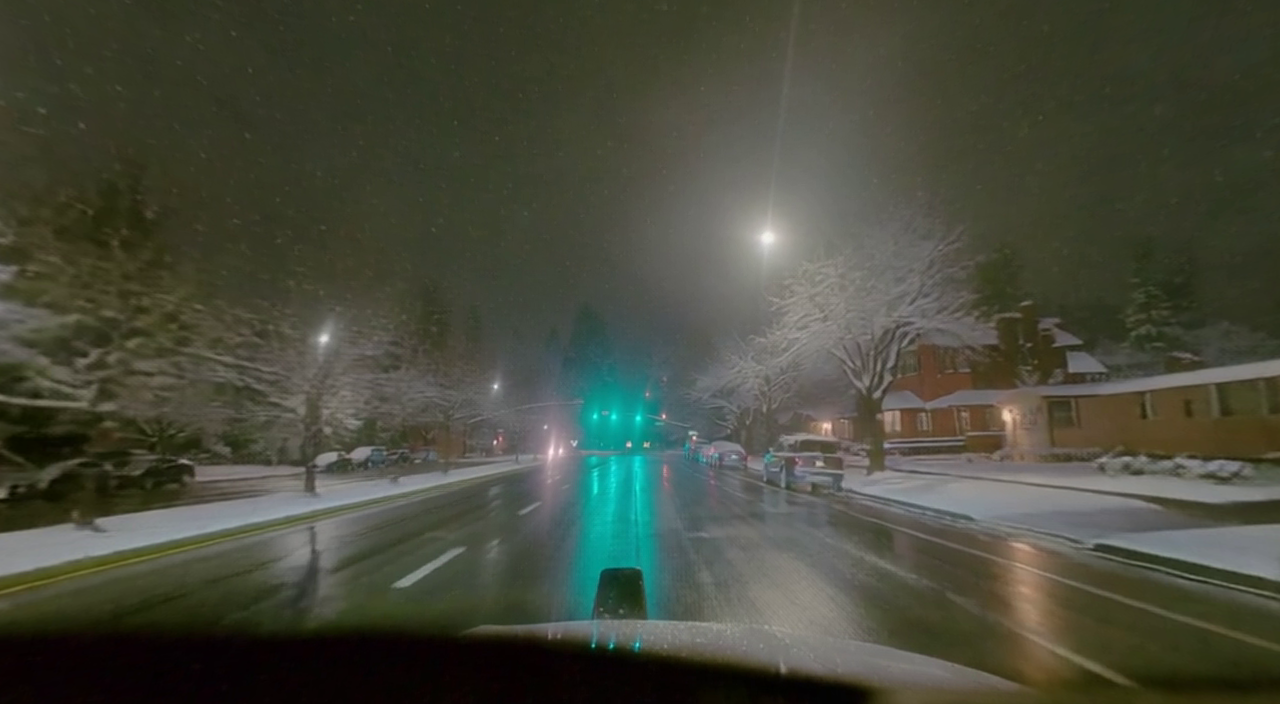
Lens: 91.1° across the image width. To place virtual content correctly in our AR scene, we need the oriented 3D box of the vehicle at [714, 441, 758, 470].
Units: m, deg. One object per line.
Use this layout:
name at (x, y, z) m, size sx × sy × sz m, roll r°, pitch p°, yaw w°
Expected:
vehicle at (5.972, 6.507, 39.609) m, size 1.918 × 1.662 × 4.393 m, roll 1°, pitch -9°, yaw -2°

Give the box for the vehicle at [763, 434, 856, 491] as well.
vehicle at (5.895, 3.890, 22.453) m, size 2.004 × 1.816 × 4.585 m, roll 0°, pitch -9°, yaw 0°

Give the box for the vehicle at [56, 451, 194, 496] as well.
vehicle at (-22.002, 5.161, 27.094) m, size 1.911 × 1.473 × 4.610 m, roll -1°, pitch -6°, yaw 3°

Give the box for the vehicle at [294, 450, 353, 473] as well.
vehicle at (-22.302, 7.717, 44.484) m, size 1.883 × 1.450 × 4.659 m, roll 1°, pitch -9°, yaw -2°
